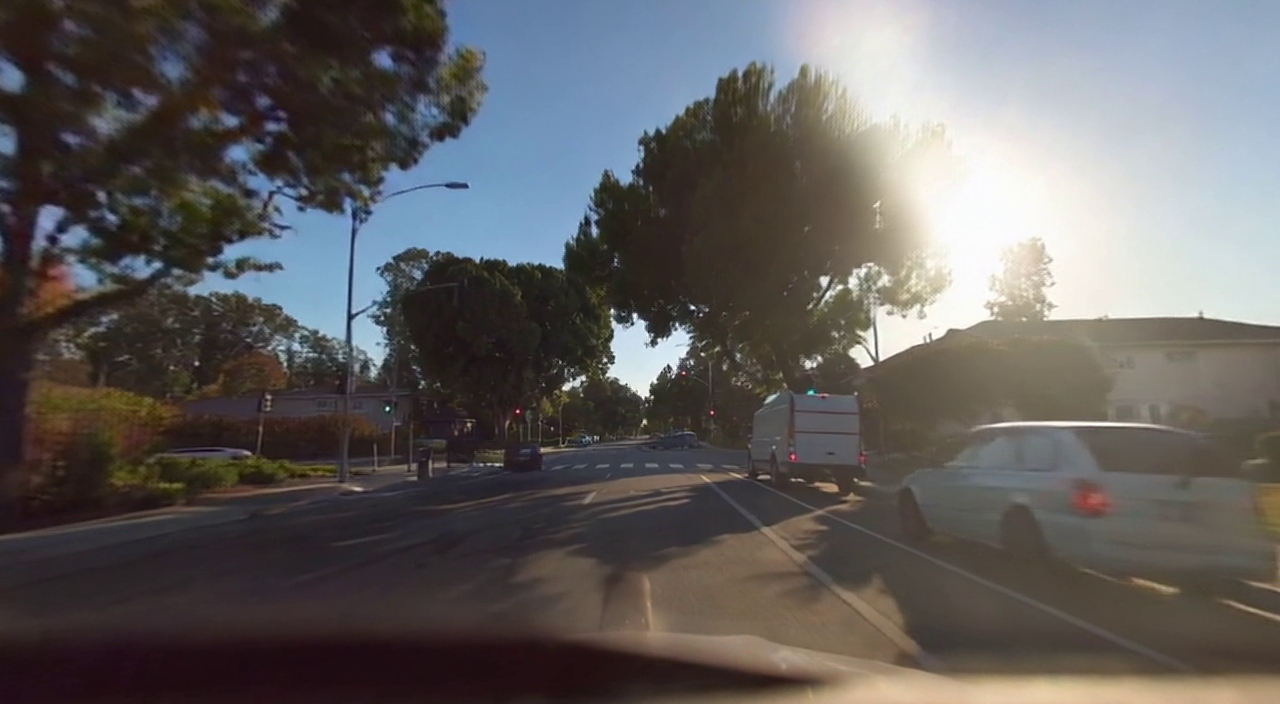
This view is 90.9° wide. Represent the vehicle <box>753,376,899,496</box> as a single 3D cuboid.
[{"bbox_3d":[4.812,2.300,17.329,2.398,2.806,4.857,0,-8,-1],"label":"vehicle"}]

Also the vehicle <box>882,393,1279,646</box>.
[{"bbox_3d":[4.614,1.471,6.747,2.202,1.712,4.813,0,-8,1],"label":"vehicle"}]

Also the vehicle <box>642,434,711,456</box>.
[{"bbox_3d":[2.465,6.377,43.319,4.606,1.452,1.917,-1,-8,3],"label":"vehicle"}]
